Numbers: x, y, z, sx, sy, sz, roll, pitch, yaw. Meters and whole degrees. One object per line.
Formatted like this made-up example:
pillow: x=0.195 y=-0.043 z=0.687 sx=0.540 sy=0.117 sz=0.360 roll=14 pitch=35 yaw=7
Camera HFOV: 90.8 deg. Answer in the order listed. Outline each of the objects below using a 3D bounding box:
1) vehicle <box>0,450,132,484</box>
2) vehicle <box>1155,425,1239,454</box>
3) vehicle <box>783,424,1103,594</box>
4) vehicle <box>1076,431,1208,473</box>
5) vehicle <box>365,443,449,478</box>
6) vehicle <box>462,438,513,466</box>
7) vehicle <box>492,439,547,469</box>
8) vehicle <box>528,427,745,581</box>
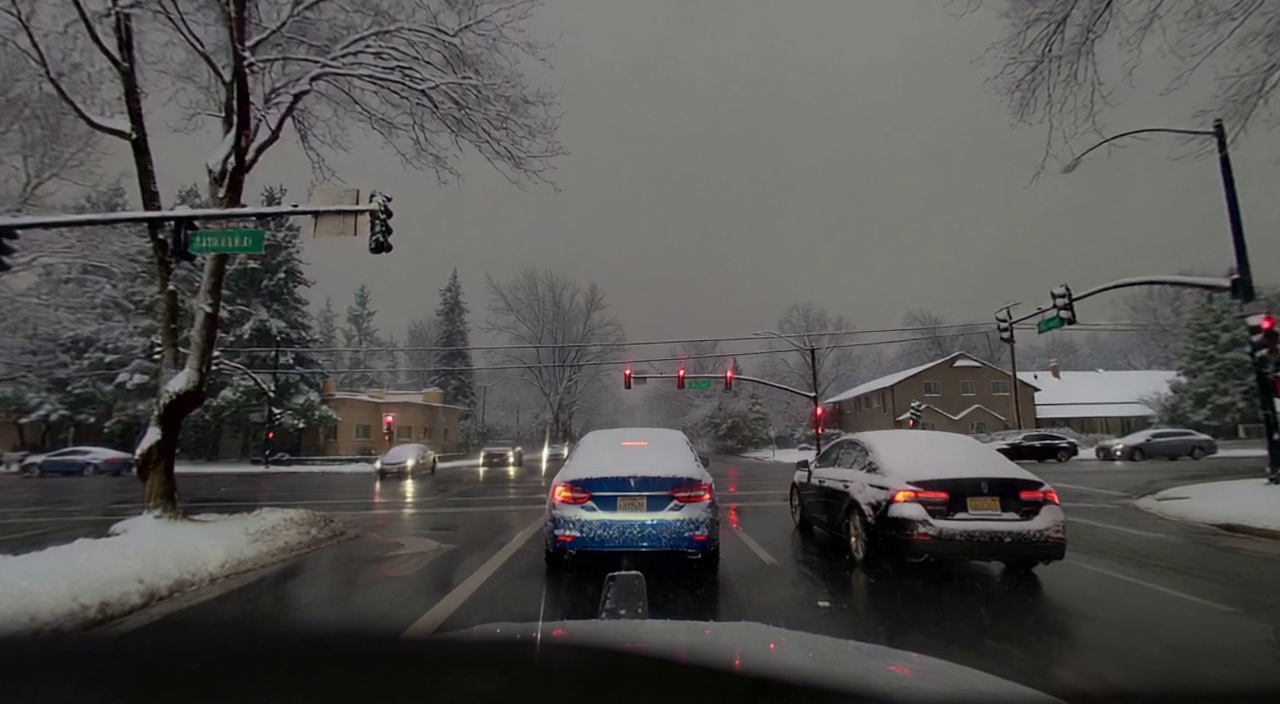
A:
vehicle: x=-28.121 y=5.611 z=31.049 sx=4.538 sy=1.591 sz=1.949 roll=0 pitch=-8 yaw=1
vehicle: x=41.705 y=6.583 z=47.352 sx=4.388 sy=2.079 sz=1.960 roll=0 pitch=-8 yaw=-2
vehicle: x=3.183 y=1.714 z=7.770 sx=1.913 sy=1.505 sz=4.097 roll=0 pitch=-8 yaw=0
vehicle: x=23.995 y=4.777 z=30.311 sx=4.520 sy=1.762 sz=2.005 roll=-2 pitch=-8 yaw=-1
vehicle: x=-11.273 y=5.271 z=31.029 sx=2.102 sy=1.531 sz=5.072 roll=0 pitch=-8 yaw=2
vehicle: x=-10.941 y=7.232 z=45.765 sx=2.376 sy=1.916 sz=4.899 roll=0 pitch=-8 yaw=1
vehicle: x=-7.433 y=6.342 z=39.472 sx=2.383 sy=1.779 sz=4.973 roll=0 pitch=-8 yaw=1
vehicle: x=-0.054 y=1.783 z=8.248 sx=2.103 sy=1.478 sz=4.073 roll=0 pitch=-8 yaw=-1
